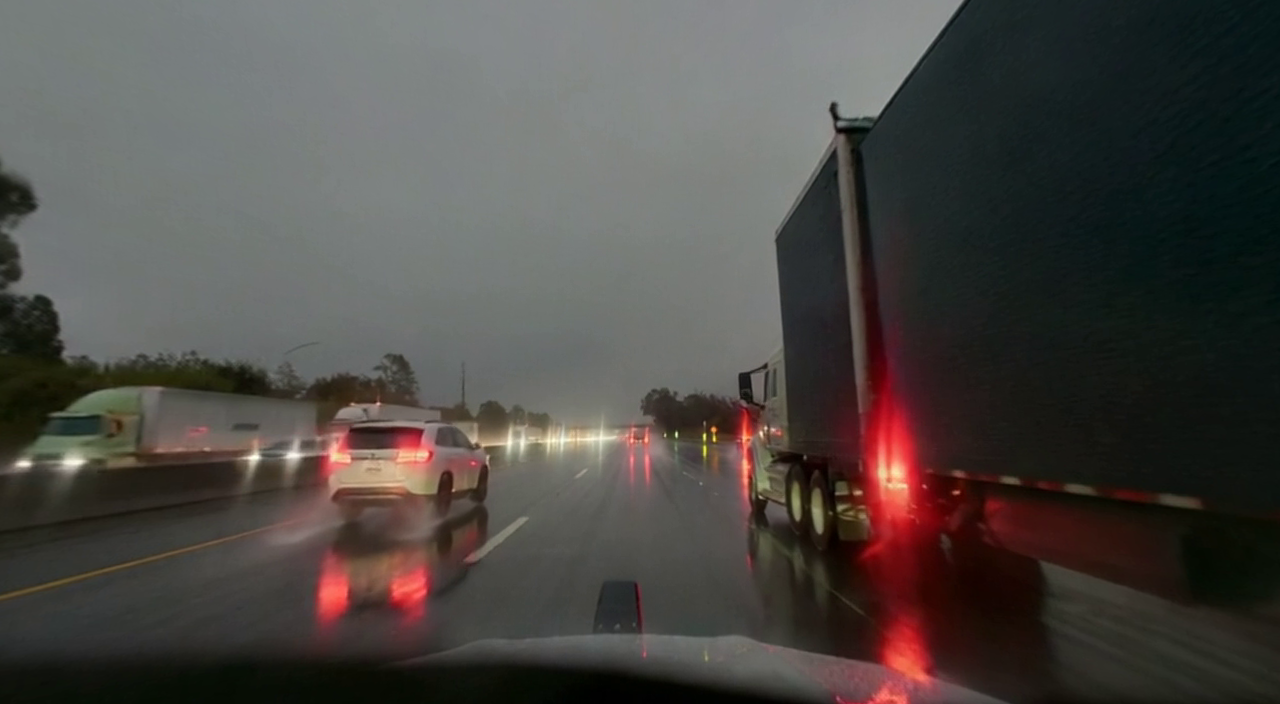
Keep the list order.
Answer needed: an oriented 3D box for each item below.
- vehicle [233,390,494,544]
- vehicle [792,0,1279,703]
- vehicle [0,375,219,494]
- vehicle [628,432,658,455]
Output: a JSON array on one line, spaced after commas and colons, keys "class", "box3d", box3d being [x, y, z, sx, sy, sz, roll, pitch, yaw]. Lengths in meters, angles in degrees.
[{"class": "vehicle", "box3d": [-3.994, 1.738, 10.237, 2.115, 1.887, 4.721, 0, -8, 0]}, {"class": "vehicle", "box3d": [3.652, -0.598, 1.340, 2.899, 4.264, 14.325, 1, -8, -1]}, {"class": "vehicle", "box3d": [-19.763, 3.109, 23.817, 3.208, 3.879, 6.222, 0, -8, -1]}, {"class": "vehicle", "box3d": [0.190, 6.547, 45.306, 2.051, 1.528, 4.265, 0, -8, -1]}]
